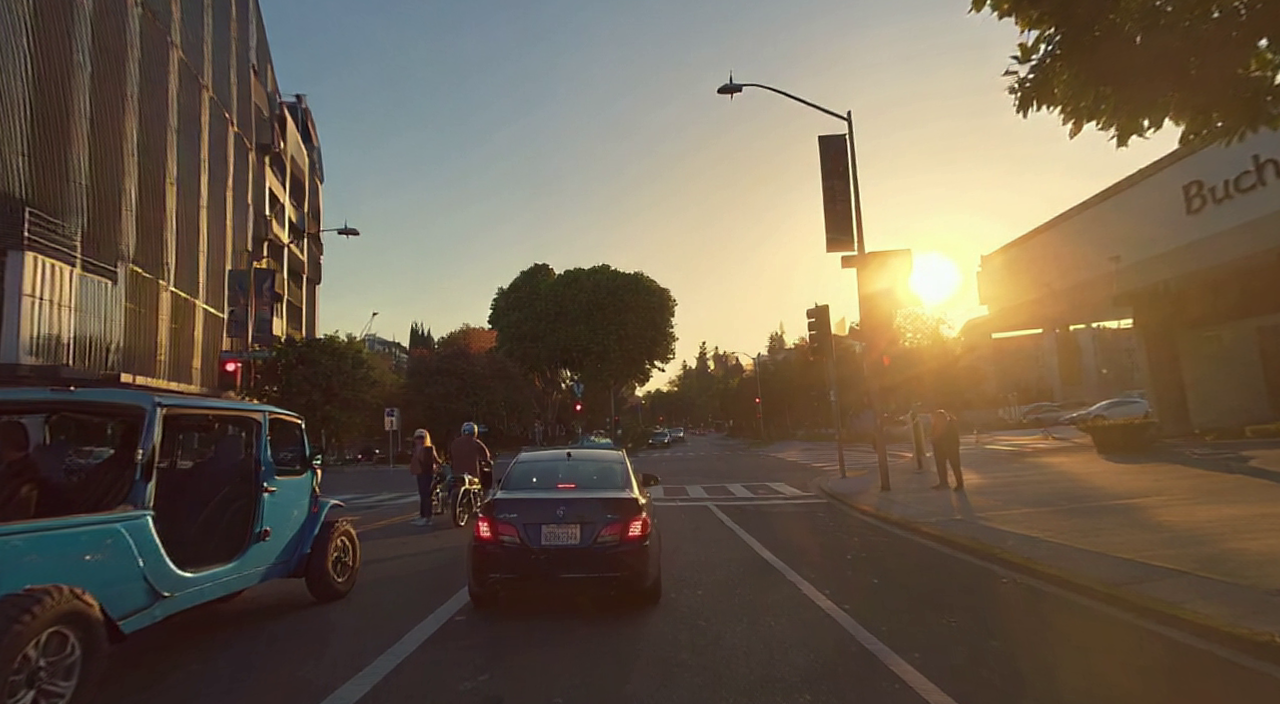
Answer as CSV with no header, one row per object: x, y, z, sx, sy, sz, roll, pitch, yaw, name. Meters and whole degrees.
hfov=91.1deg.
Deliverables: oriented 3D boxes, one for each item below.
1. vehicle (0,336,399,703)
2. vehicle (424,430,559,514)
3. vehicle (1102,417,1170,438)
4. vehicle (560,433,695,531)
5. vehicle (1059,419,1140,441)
-3.606,1.131,4.447,2.000,1.809,4.405,0,-8,0,vehicle
-3.179,2.660,14.374,1.935,1.615,4.073,-1,-8,2,vehicle
36.764,5.603,46.560,1.625,1.449,3.557,6,-11,-38,vehicle
-0.162,2.258,11.524,2.025,1.458,4.085,0,-8,1,vehicle
30.737,5.269,42.088,1.751,1.420,4.027,8,-12,-43,vehicle
